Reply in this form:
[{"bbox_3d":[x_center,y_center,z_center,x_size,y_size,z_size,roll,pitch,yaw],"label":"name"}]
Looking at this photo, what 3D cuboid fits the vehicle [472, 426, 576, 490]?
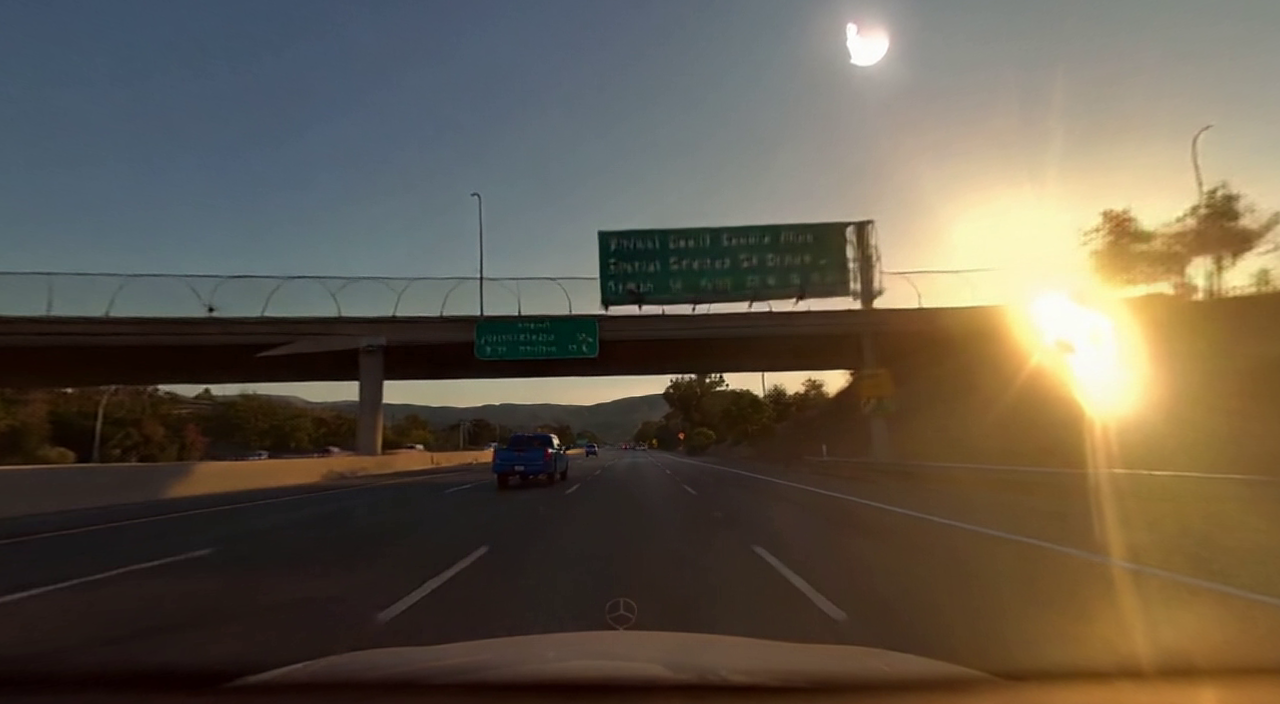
[{"bbox_3d":[-3.956,3.770,22.908,2.529,2.003,5.904,0,-8,1],"label":"vehicle"}]
